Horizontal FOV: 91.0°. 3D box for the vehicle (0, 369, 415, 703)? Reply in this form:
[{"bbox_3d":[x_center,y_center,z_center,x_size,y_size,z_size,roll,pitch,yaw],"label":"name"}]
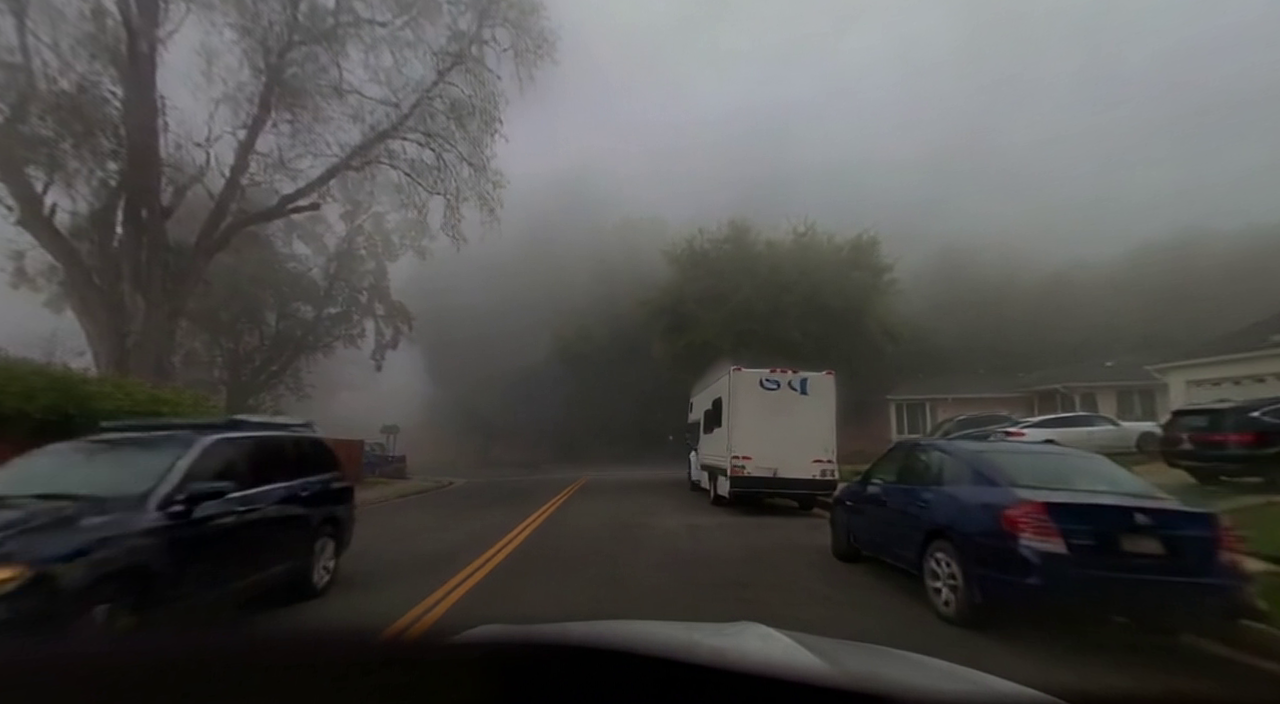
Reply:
[{"bbox_3d":[-3.605,1.267,4.940,2.194,1.763,4.288,0,-8,-2],"label":"vehicle"}]

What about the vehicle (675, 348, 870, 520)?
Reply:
[{"bbox_3d":[2.742,2.185,16.426,2.915,3.243,8.972,0,-8,-1],"label":"vehicle"}]

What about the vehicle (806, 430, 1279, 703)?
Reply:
[{"bbox_3d":[3.163,1.479,5.676,1.870,1.429,4.743,0,-8,-2],"label":"vehicle"}]
